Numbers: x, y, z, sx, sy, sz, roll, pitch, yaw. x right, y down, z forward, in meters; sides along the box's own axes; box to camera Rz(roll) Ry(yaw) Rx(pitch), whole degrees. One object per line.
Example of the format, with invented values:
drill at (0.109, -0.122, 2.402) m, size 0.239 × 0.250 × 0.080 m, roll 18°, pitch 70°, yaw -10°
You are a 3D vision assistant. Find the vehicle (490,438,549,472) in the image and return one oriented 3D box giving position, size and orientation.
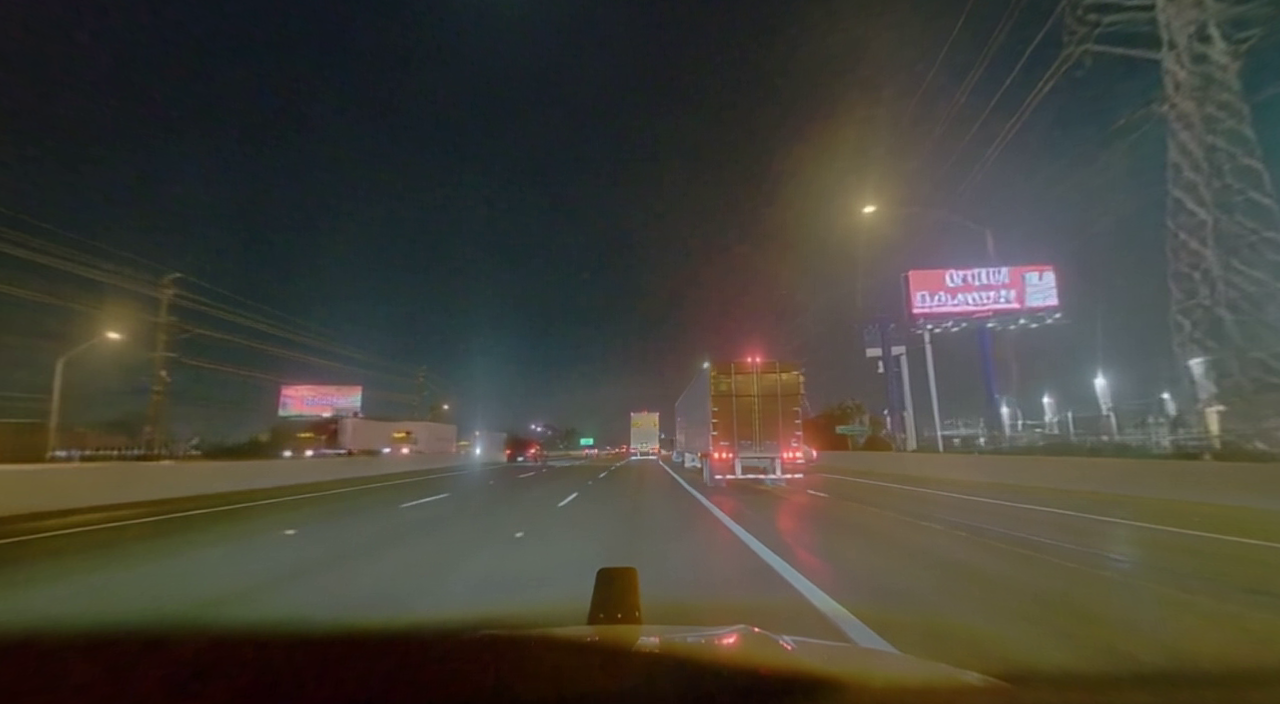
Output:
vehicle at (-7.297, 6.292, 39.011) m, size 2.425 × 1.917 × 5.647 m, roll 0°, pitch -9°, yaw 2°

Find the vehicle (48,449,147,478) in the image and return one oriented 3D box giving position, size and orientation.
vehicle at (-28.450, 5.841, 33.335) m, size 1.830 × 1.437 × 3.749 m, roll 0°, pitch -9°, yaw 0°

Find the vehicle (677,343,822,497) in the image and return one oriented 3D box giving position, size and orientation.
vehicle at (3.400, 3.054, 25.352) m, size 2.892 × 4.152 × 16.575 m, roll 0°, pitch -9°, yaw 0°
